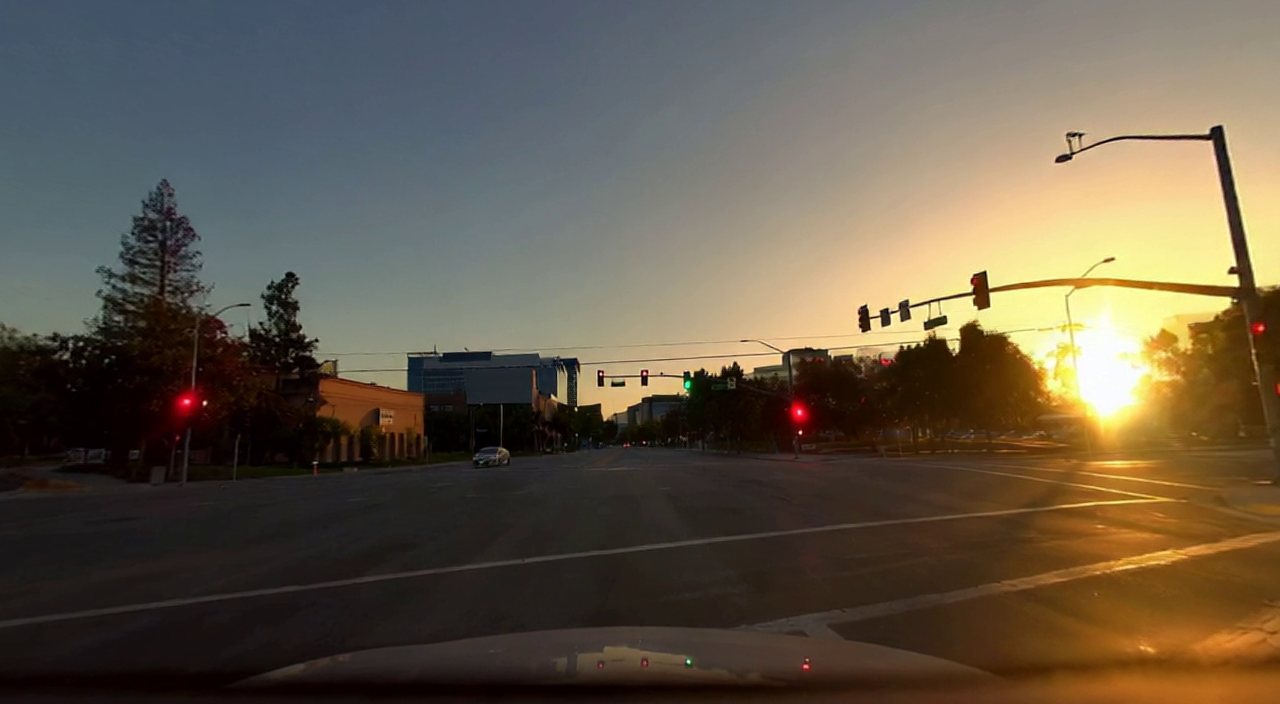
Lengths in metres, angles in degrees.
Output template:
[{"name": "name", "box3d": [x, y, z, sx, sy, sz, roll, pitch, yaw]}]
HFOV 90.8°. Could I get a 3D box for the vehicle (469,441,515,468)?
[{"name": "vehicle", "box3d": [-9.732, 6.773, 41.947, 1.988, 1.692, 4.412, 0, -8, 0]}]
